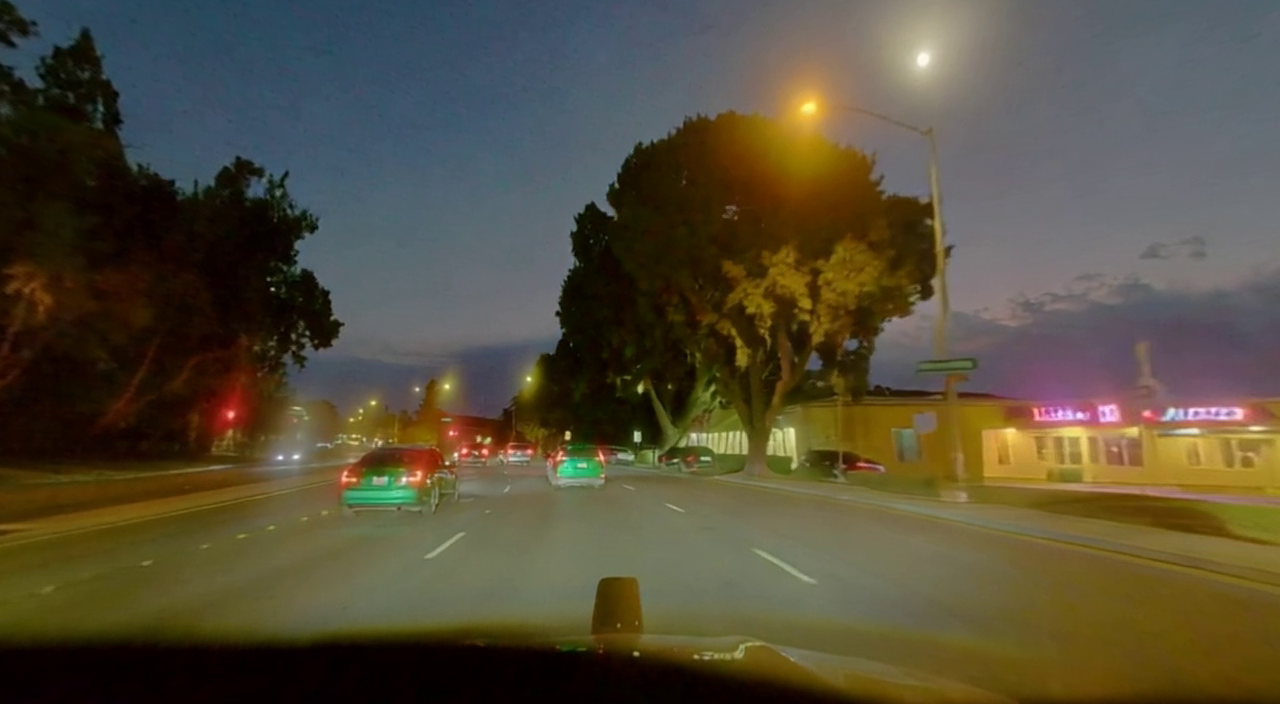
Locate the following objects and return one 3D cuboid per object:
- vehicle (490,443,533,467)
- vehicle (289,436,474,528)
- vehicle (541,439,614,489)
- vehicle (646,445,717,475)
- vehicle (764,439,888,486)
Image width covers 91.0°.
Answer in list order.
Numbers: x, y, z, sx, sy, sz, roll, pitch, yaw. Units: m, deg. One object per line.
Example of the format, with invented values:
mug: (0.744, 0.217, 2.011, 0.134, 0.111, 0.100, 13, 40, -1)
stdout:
vehicle: (-8.306, 6.565, 40.443, 1.920, 1.416, 4.310, 3, -9, -22)
vehicle: (-4.878, 2.492, 12.801, 2.105, 1.477, 4.857, 1, -8, -5)
vehicle: (-2.227, 3.739, 21.415, 2.001, 1.483, 4.442, 2, -9, -11)
vehicle: (2.213, 5.886, 34.669, 1.952, 1.547, 4.091, 5, -10, -29)
vehicle: (7.476, 4.477, 25.858, 2.095, 1.697, 4.801, 4, -9, -27)
